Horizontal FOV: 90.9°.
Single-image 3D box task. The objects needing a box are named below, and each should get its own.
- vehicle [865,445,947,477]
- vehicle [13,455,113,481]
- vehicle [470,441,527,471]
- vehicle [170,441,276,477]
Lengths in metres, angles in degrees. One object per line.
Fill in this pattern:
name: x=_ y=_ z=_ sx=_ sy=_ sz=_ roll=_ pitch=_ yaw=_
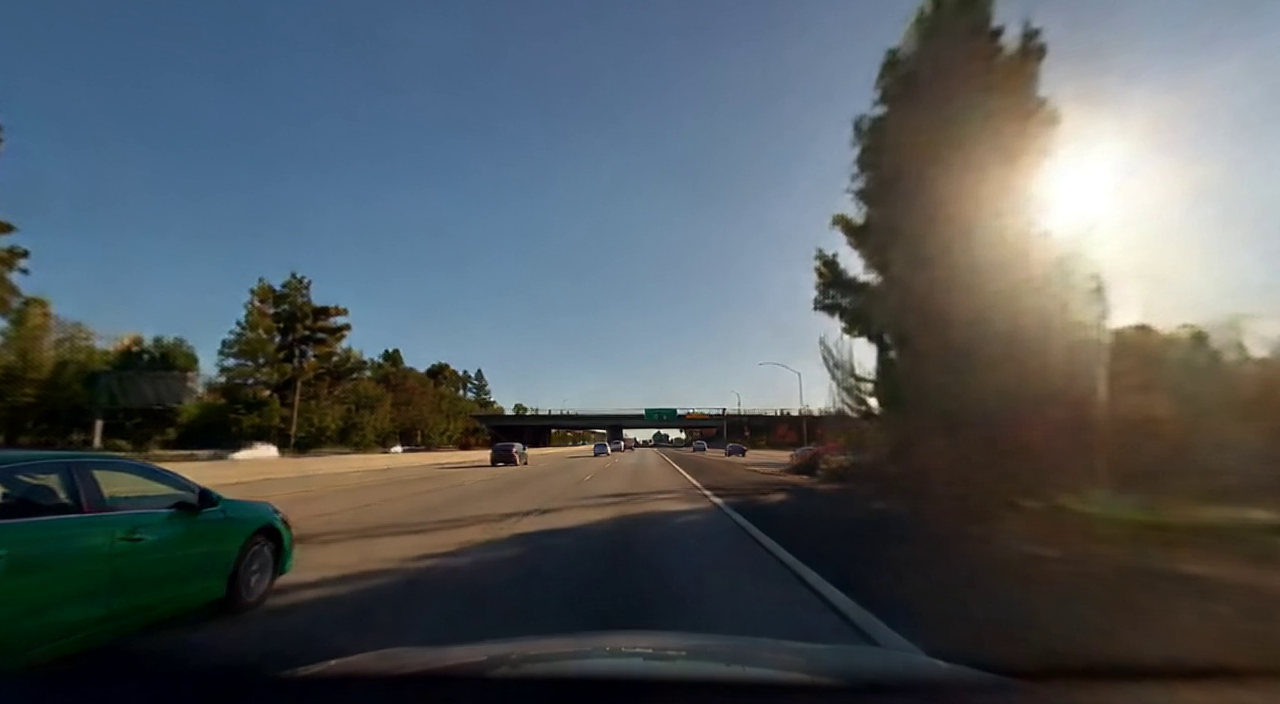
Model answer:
vehicle: x=13.711 y=5.621 z=32.794 sx=2.000 sy=1.515 sz=4.188 roll=1 pitch=-8 yaw=-8
vehicle: x=-37.193 y=7.474 z=40.822 sx=1.815 sy=1.467 sz=4.660 roll=-1 pitch=-8 yaw=5
vehicle: x=-7.424 y=5.486 z=33.608 sx=1.987 sy=1.486 sz=4.174 roll=0 pitch=-8 yaw=1
vehicle: x=-20.837 y=5.364 z=31.827 sx=2.012 sy=1.650 sz=4.810 roll=0 pitch=-8 yaw=1
